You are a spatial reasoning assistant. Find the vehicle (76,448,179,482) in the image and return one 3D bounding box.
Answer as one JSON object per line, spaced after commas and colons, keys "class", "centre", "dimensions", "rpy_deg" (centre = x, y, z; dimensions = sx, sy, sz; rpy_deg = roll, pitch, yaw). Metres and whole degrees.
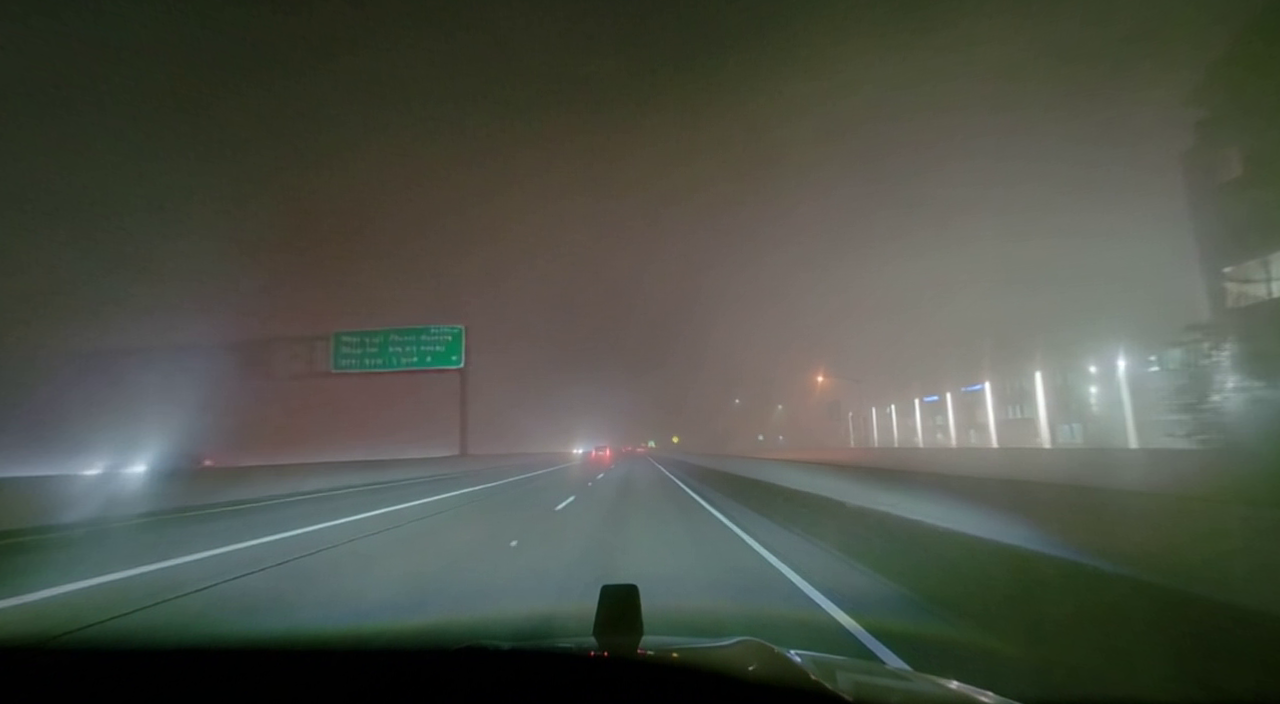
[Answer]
{"class": "vehicle", "centre": [-24.565, 5.392, 30.464], "dimensions": [1.783, 1.471, 3.811], "rpy_deg": [0, -9, -1]}
